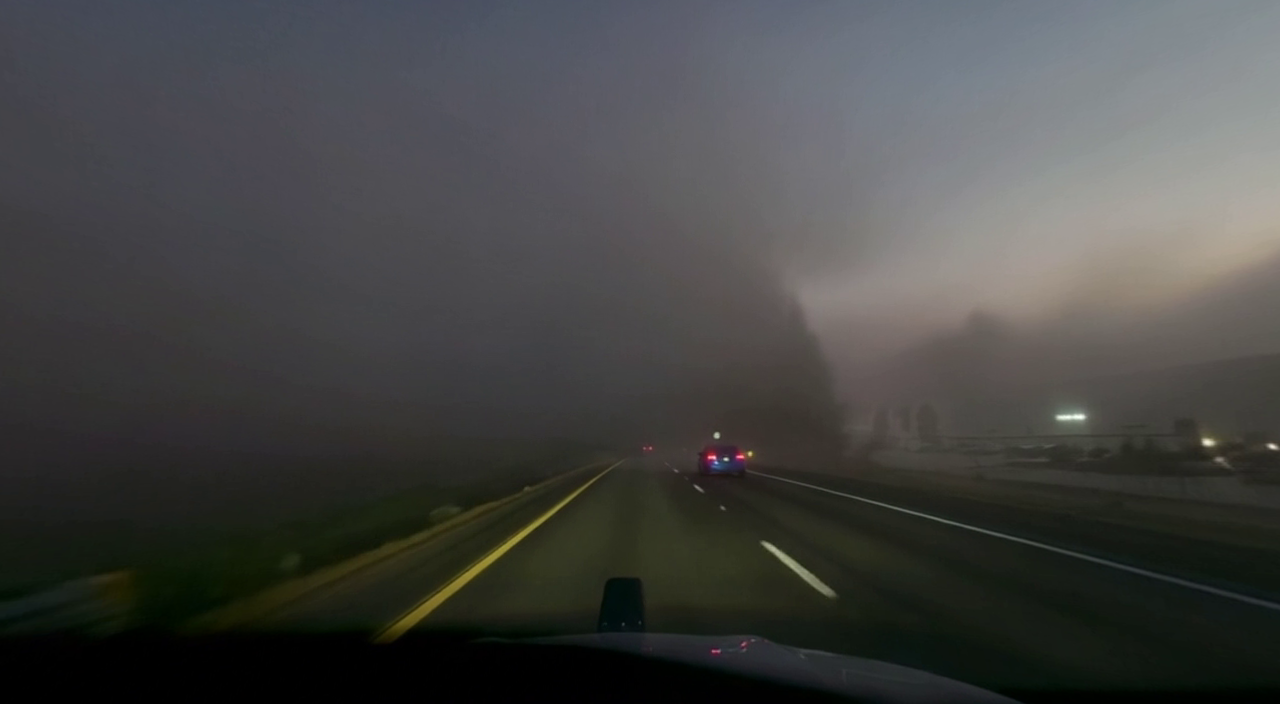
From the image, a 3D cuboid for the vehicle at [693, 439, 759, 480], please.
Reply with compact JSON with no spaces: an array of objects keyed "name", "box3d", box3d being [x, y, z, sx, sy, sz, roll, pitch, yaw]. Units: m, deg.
[{"name":"vehicle","box3d":[3.455,4.380,25.904,2.079,1.531,3.997,0,-8,-1]}]
